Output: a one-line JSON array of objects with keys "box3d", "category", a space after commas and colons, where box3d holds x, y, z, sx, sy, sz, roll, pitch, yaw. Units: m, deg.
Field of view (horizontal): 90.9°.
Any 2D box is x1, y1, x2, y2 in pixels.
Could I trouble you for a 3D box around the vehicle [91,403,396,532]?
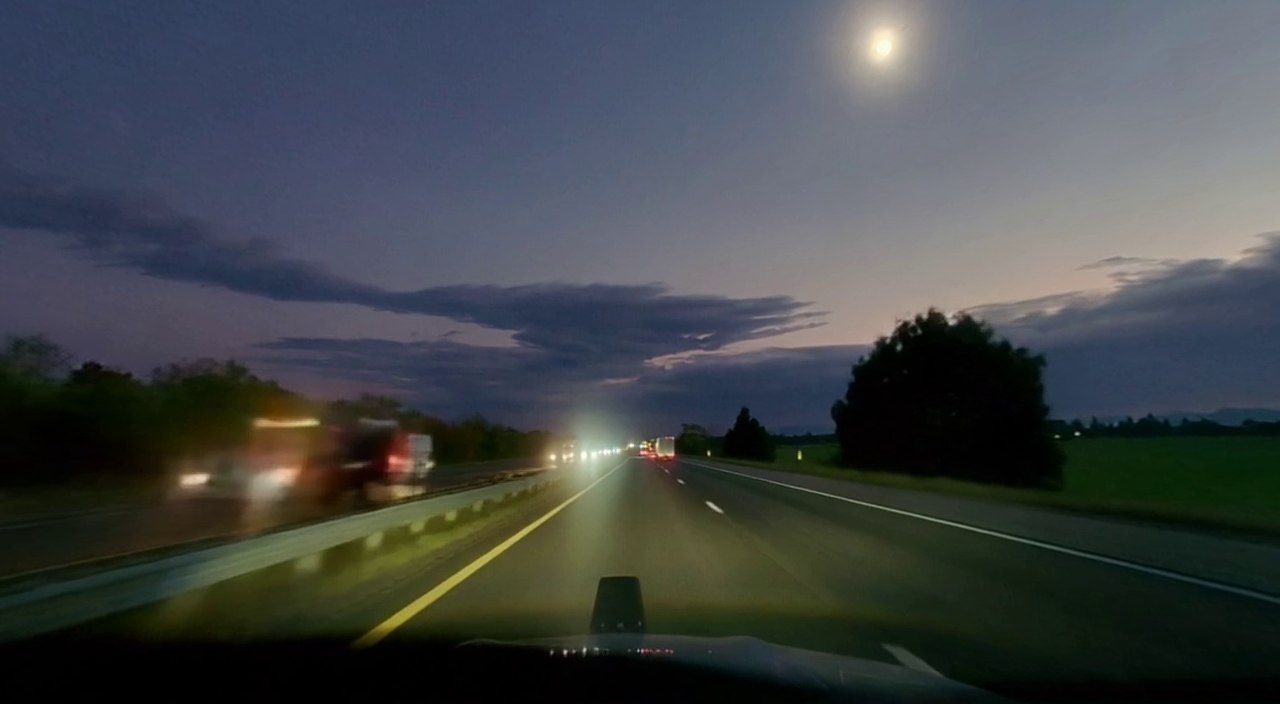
[{"box3d": [-8.531, 2.637, 14.981, 2.544, 2.305, 7.154, 0, -9, 1], "category": "vehicle"}]
